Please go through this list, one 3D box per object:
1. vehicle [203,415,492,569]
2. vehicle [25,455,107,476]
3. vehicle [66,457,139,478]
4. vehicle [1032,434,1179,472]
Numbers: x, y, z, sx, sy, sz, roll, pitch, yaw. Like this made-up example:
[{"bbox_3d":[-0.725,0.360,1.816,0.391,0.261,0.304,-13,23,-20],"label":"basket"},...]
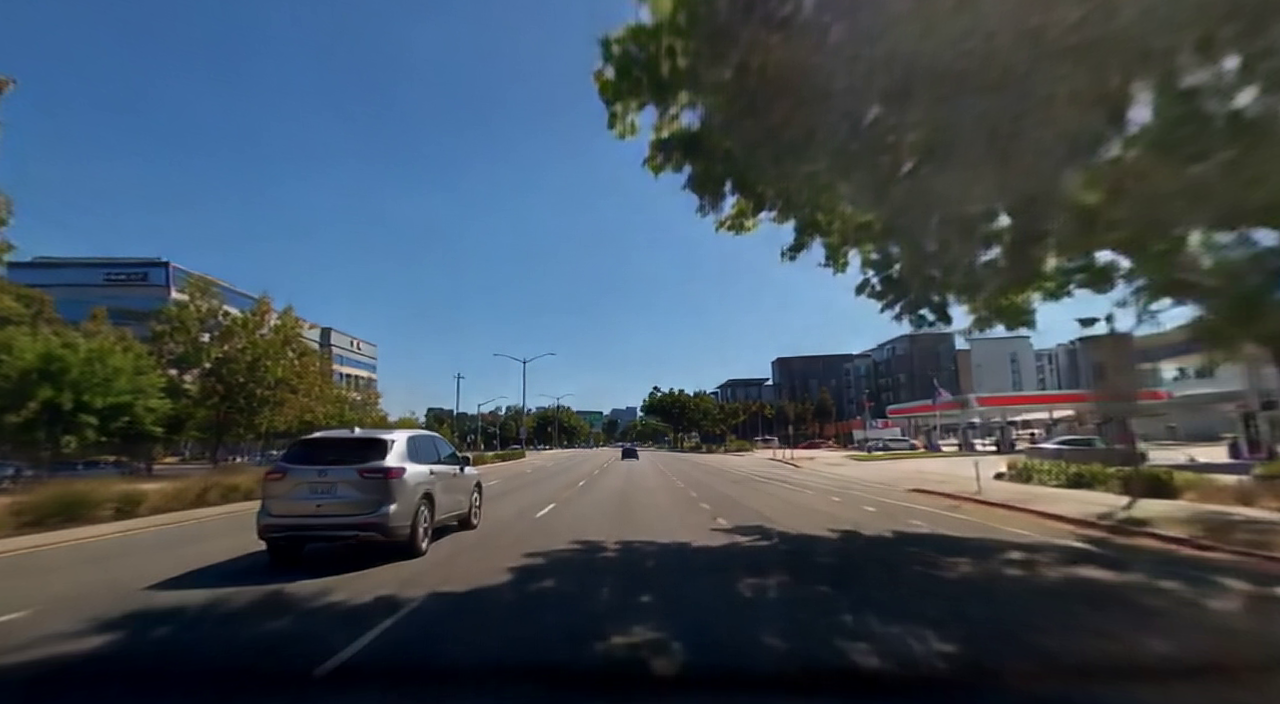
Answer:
[{"bbox_3d":[-3.736,1.875,9.254,2.039,1.656,4.710,0,-9,-1],"label":"vehicle"},{"bbox_3d":[-42.033,8.301,46.225,1.770,1.405,4.502,0,-9,0],"label":"vehicle"},{"bbox_3d":[-39.334,8.463,46.167,1.622,1.345,4.259,0,-9,-1],"label":"vehicle"},{"bbox_3d":[18.583,4.058,25.276,4.398,1.457,1.806,0,-9,2],"label":"vehicle"}]
